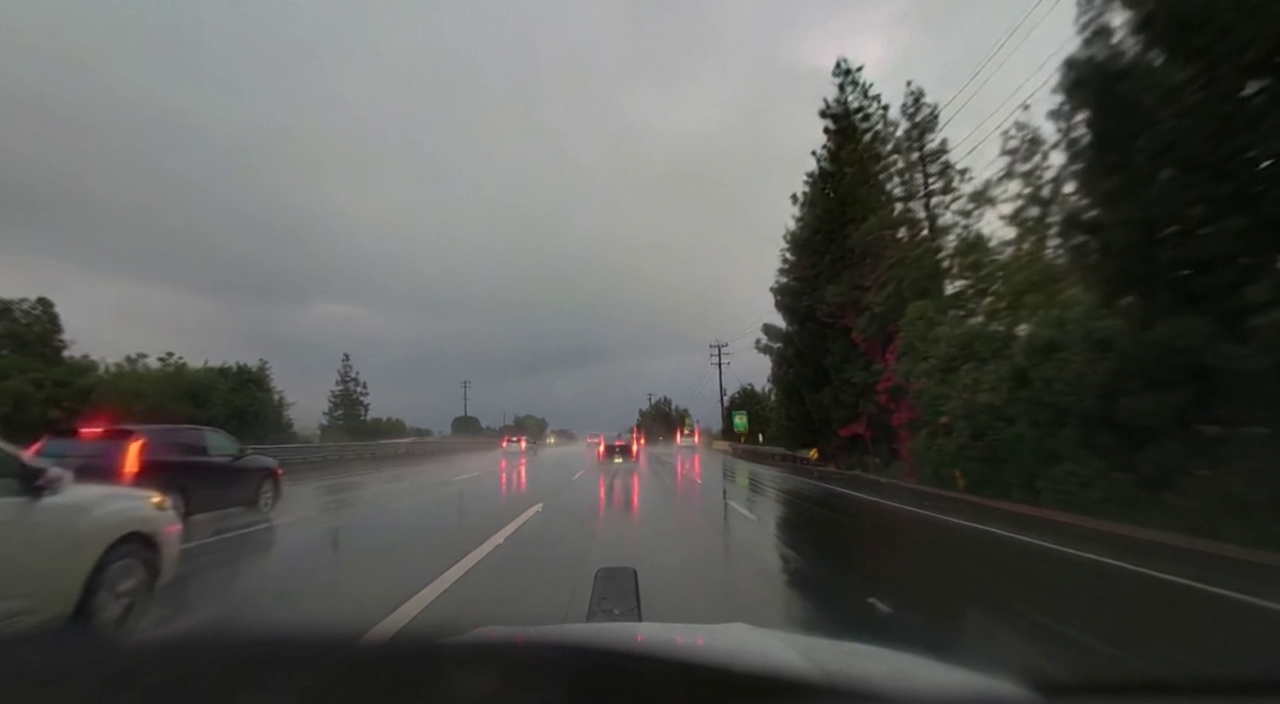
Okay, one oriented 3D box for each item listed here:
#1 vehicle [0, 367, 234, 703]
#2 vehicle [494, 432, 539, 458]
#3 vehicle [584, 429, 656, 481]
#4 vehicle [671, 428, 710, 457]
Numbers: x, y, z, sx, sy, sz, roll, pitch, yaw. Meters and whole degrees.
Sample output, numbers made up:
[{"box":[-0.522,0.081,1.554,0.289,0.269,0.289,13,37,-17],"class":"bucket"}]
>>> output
[{"box":[-3.830,0.778,2.117,1.901,1.601,4.610,0,-8,-1],"class":"vehicle"},{"box":[-7.705,5.812,39.582,1.992,1.494,4.133,0,-8,0],"class":"vehicle"},{"box":[-0.615,3.206,20.027,2.086,1.488,3.440,0,-8,-1],"class":"vehicle"},{"box":[3.100,5.660,39.431,1.950,1.695,4.446,0,-8,-2],"class":"vehicle"}]
